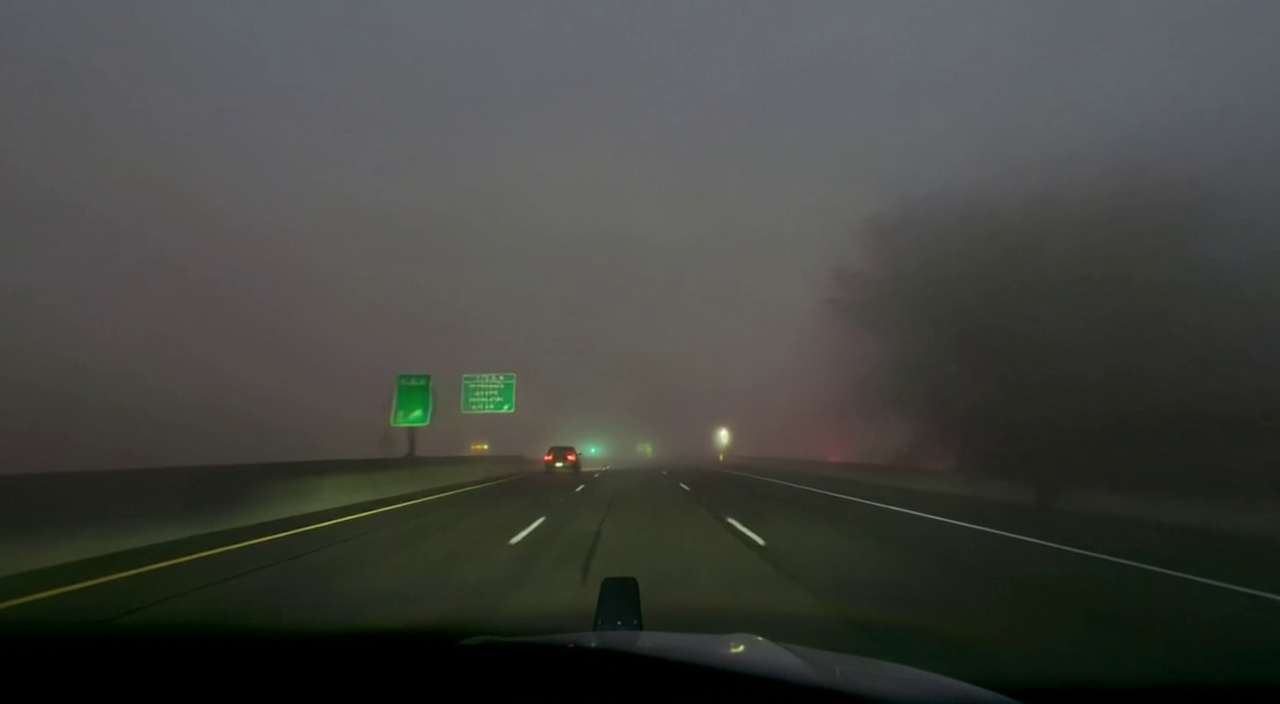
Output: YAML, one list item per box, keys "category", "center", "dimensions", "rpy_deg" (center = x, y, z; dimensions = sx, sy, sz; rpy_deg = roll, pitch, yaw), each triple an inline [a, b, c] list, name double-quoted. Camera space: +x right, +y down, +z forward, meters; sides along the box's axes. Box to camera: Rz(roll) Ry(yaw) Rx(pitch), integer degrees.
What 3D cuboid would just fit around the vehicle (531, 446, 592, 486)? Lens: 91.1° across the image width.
- category: "vehicle"
  center: [-3.264, 4.822, 26.851]
  dimensions: [2.100, 1.525, 4.179]
  rpy_deg: [0, -9, 0]
